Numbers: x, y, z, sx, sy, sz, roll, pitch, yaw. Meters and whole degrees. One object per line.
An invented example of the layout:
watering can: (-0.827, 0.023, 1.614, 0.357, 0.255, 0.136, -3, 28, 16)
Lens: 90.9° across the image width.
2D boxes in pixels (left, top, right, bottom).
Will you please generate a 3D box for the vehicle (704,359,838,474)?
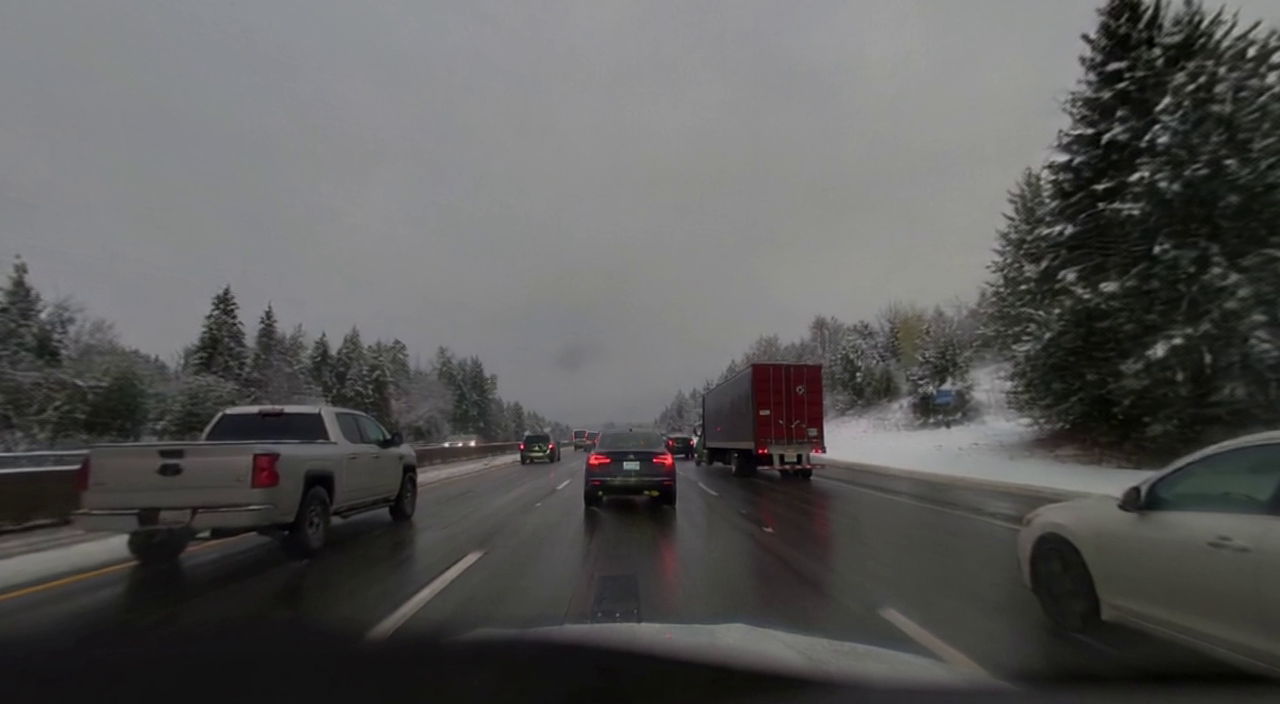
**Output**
vehicle: (5.437, 3.273, 29.843, 2.888, 4.135, 14.071, 0, -8, -2)

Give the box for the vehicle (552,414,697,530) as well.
vehicle: (-0.254, 1.992, 11.047, 2.083, 1.647, 3.799, 0, -8, -1)

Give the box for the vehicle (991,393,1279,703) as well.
vehicle: (3.542, 0.910, 2.530, 1.951, 1.477, 3.963, 0, -8, 0)

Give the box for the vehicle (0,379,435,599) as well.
vehicle: (-4.278, 1.425, 7.514, 2.101, 1.767, 4.702, 0, -8, -1)

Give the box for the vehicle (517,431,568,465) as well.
vehicle: (-4.928, 4.883, 32.256, 1.971, 1.648, 3.983, 0, -8, 0)
